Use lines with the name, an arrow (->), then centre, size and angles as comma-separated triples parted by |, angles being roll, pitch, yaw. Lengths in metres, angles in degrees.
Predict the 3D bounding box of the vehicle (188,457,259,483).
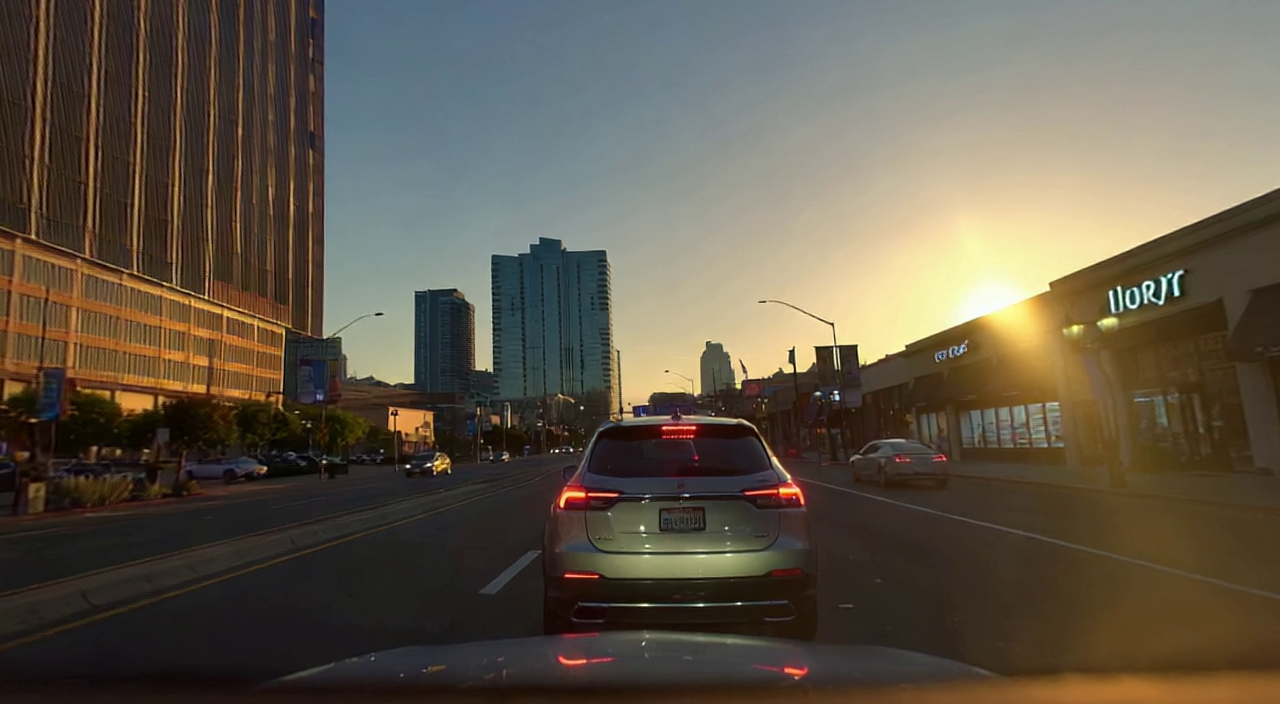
vehicle -> -27.883, 7.874, 42.379 | 1.861, 1.578, 4.152 | 0, -8, 1

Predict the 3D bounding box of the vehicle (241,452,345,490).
vehicle -> -17.093, 5.857, 31.377 | 1.981, 1.659, 4.608 | -2, -8, 10

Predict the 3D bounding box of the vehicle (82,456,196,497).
vehicle -> -25.845, 6.401, 32.783 | 2.026, 1.808, 4.835 | 0, -8, -2

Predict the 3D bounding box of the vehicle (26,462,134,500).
vehicle -> -28.640, 6.603, 32.440 | 2.018, 1.716, 4.042 | -1, -10, -5

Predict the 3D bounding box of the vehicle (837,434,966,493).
vehicle -> 7.286, 3.129, 18.104 | 1.914, 1.470, 4.213 | 0, -8, 0

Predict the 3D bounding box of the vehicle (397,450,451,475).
vehicle -> -13.605, 6.979, 39.963 | 1.991, 1.486, 3.844 | 0, -8, 1

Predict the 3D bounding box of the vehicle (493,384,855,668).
vehicle -> 0.203, 1.309, 5.739 | 2.125, 1.669, 3.880 | 0, -8, 0
